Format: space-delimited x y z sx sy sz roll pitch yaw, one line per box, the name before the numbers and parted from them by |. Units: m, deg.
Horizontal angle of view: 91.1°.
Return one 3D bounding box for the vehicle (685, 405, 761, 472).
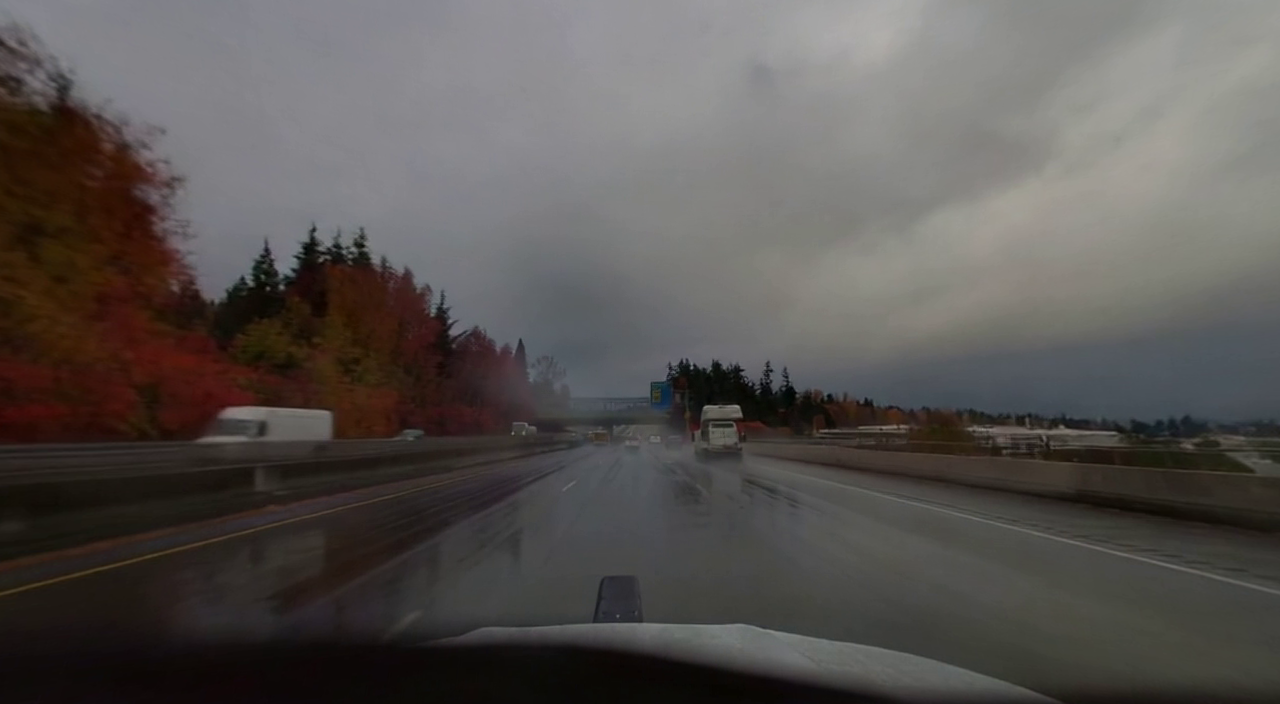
vehicle | 3.473 3.811 27.690 2.411 2.614 5.781 0 -8 -1
